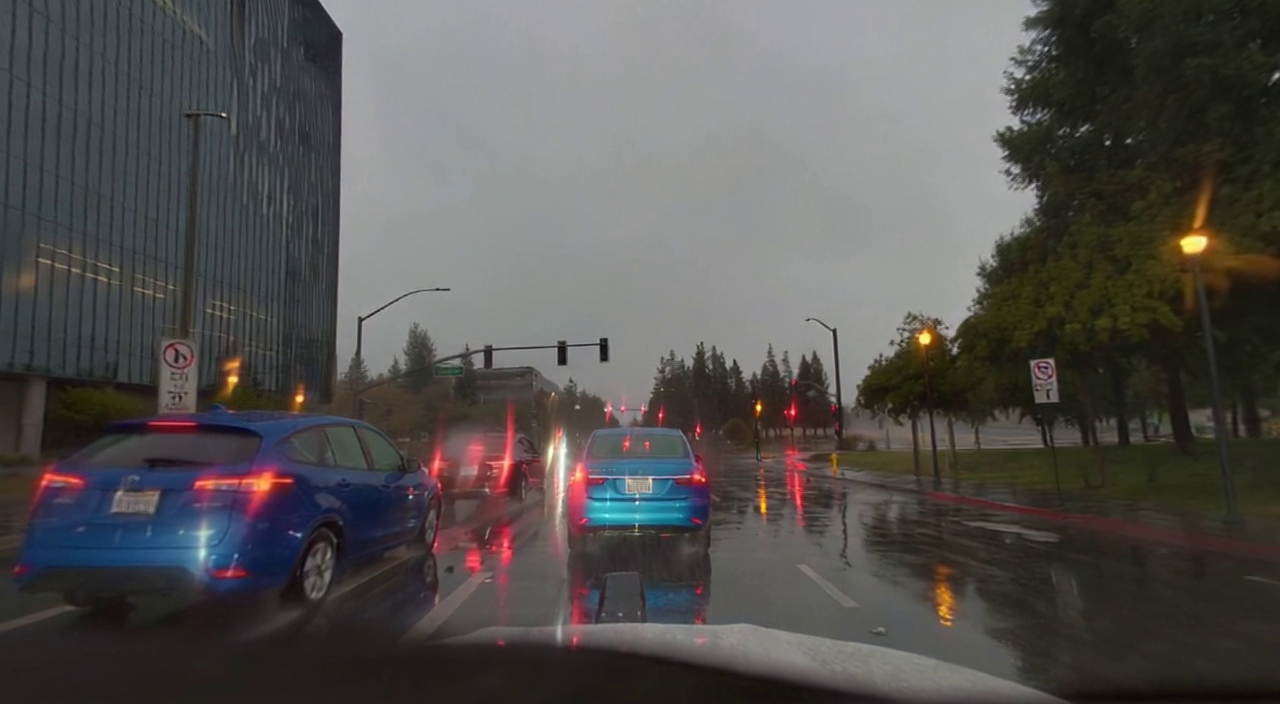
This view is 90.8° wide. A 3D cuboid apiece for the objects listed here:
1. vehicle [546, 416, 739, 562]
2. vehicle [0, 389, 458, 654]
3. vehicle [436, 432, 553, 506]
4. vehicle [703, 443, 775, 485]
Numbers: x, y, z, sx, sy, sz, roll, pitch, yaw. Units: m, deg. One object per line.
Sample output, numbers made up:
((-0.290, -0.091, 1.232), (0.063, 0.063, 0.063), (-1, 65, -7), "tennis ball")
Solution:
((0.006, 1.879, 9.397), (2.207, 1.659, 4.155), (0, -8, -1), "vehicle")
((-3.560, 1.415, 6.338), (2.083, 1.691, 4.398), (0, -8, 1), "vehicle")
((-3.616, 2.992, 16.585), (2.068, 1.678, 4.199), (0, -8, 0), "vehicle")
((3.716, 4.265, 24.460), (2.082, 1.445, 4.426), (0, -8, 0), "vehicle")
